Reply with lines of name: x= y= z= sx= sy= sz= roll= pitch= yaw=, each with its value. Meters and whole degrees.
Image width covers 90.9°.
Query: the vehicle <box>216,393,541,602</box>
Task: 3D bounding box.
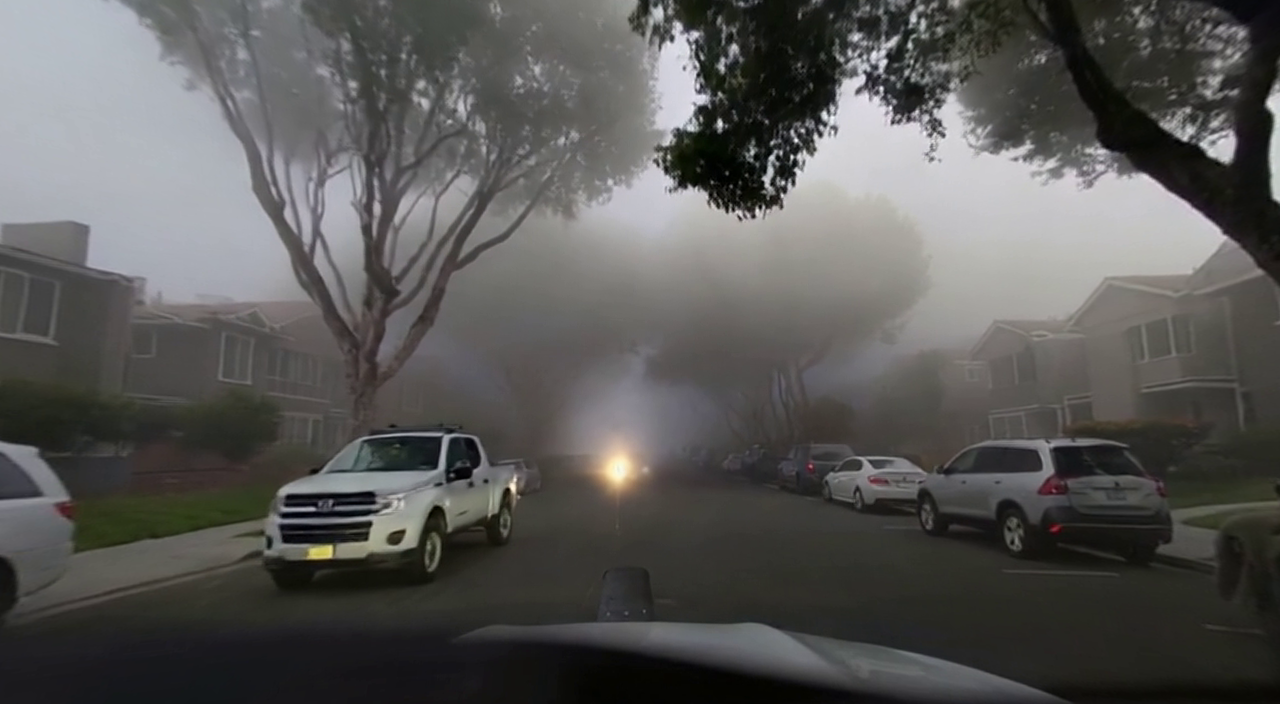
vehicle: x=-2.991 y=1.823 z=8.810 sx=2.197 sy=2.047 sz=4.985 roll=-1 pitch=-9 yaw=3

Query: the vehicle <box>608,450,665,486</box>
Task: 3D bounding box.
vehicle: x=-0.075 y=5.107 z=28.097 sx=1.971 sy=1.476 sz=4.593 roll=-1 pitch=-9 yaw=6

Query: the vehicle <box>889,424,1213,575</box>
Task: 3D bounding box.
vehicle: x=5.692 y=2.068 z=9.669 sx=1.937 sy=1.722 sz=4.575 roll=-1 pitch=-9 yaw=2

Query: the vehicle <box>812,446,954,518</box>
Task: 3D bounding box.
vehicle: x=5.923 y=3.181 z=16.045 sx=1.876 sy=1.538 sz=4.447 roll=0 pitch=-9 yaw=1

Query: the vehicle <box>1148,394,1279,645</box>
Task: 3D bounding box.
vehicle: x=5.571 y=1.008 z=3.313 sx=2.111 sy=1.771 sz=4.520 roll=-1 pitch=-9 yaw=3

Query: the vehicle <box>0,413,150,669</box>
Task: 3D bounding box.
vehicle: x=-5.504 y=1.169 z=3.367 sx=2.002 sy=1.774 sz=4.568 roll=-1 pitch=-9 yaw=1
